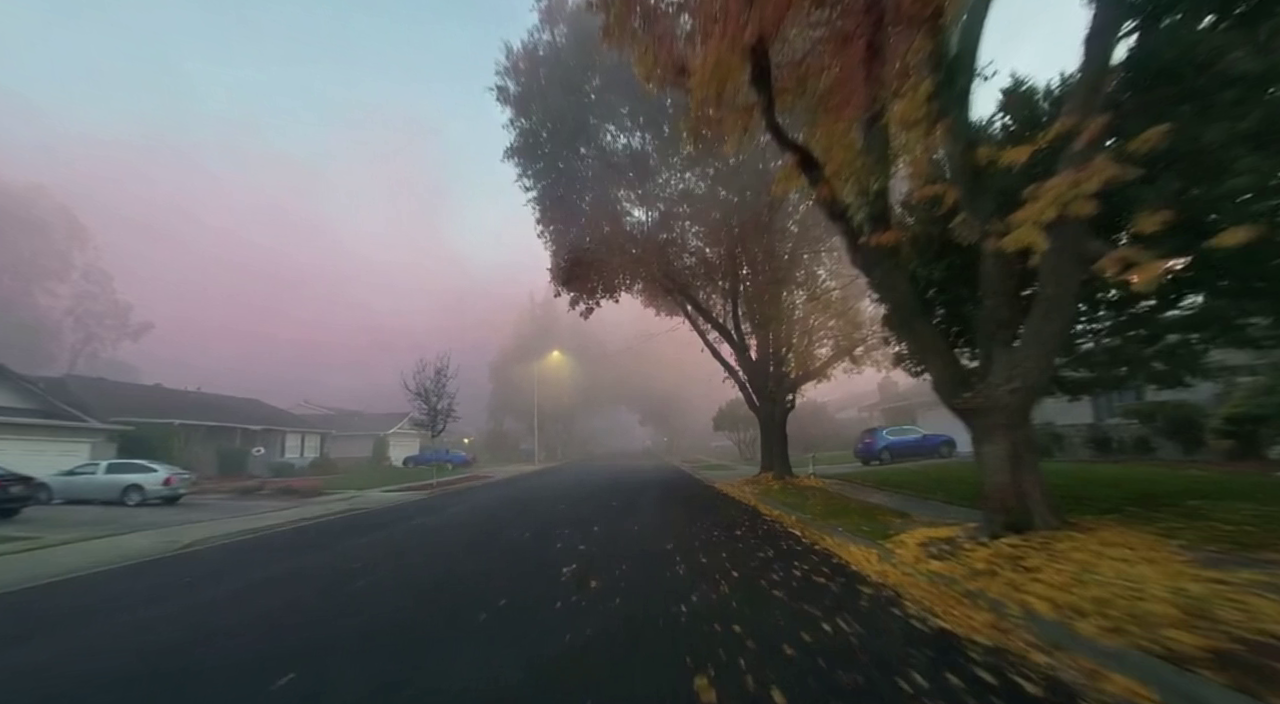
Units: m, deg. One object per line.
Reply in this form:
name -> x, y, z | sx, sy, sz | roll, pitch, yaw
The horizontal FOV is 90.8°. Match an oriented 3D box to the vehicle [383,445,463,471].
vehicle -> -15.303, 7.490, 44.677 | 4.830, 1.725, 2.116 | 0, -9, 1

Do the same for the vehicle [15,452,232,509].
vehicle -> -14.875, 3.696, 18.441 | 4.492, 1.501, 1.903 | 1, -9, -5

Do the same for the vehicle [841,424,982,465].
vehicle -> 10.230, 3.524, 24.084 | 4.422, 1.488, 2.013 | 0, -8, 0
